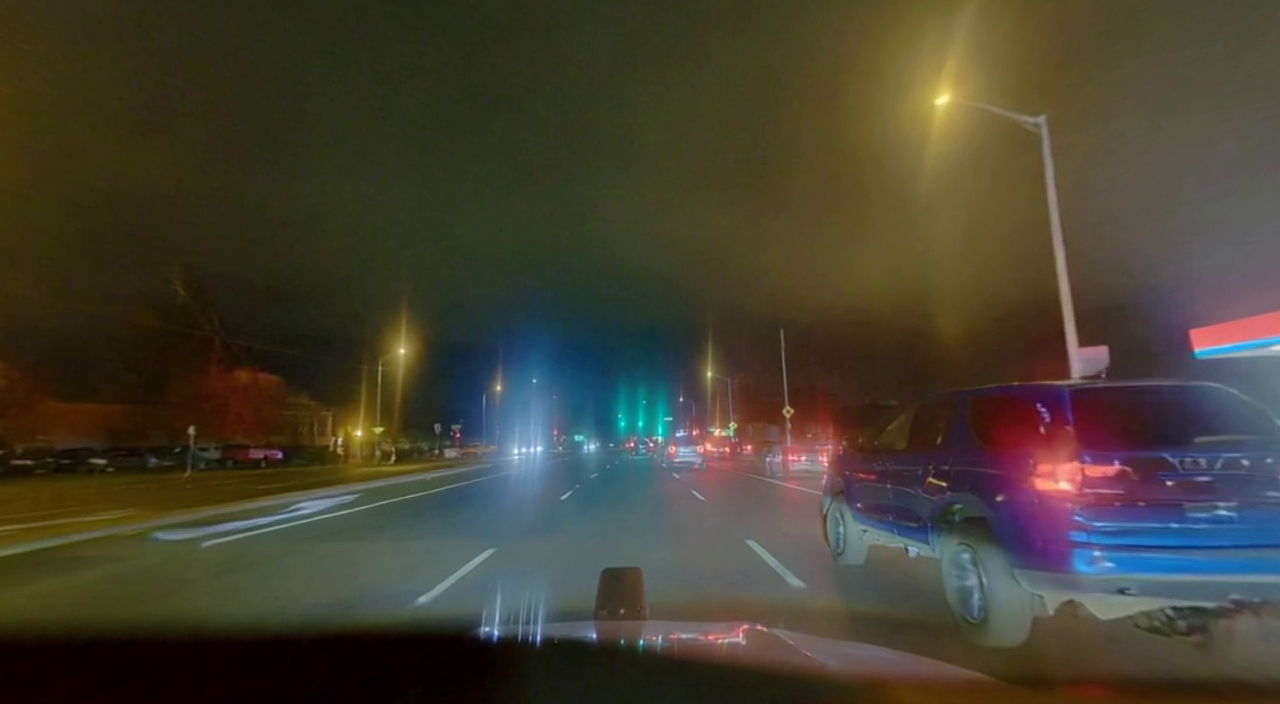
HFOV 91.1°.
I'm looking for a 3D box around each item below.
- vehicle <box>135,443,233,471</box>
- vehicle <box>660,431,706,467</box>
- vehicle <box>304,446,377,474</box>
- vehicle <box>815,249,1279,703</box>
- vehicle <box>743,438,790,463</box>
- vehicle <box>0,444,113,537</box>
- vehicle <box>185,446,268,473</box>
[{"bbox_3d":[-27.051,6.241,37.521,1.929,1.537,5.124,0,-8,1],"label":"vehicle"},{"bbox_3d":[2.347,5.454,35.506,2.317,1.857,5.150,0,-8,1],"label":"vehicle"},{"bbox_3d":[-17.147,6.199,36.234,1.962,1.496,4.431,0,-8,1],"label":"vehicle"},{"bbox_3d":[3.063,0.942,4.515,2.246,1.963,4.777,0,-8,0],"label":"vehicle"},{"bbox_3d":[7.743,6.078,38.824,1.895,1.437,4.890,0,-8,0],"label":"vehicle"},{"bbox_3d":[-11.277,2.215,9.978,1.942,1.473,4.506,0,-8,-1],"label":"vehicle"},{"bbox_3d":[-24.335,6.327,37.147,1.822,1.466,4.445,0,-8,1],"label":"vehicle"}]
